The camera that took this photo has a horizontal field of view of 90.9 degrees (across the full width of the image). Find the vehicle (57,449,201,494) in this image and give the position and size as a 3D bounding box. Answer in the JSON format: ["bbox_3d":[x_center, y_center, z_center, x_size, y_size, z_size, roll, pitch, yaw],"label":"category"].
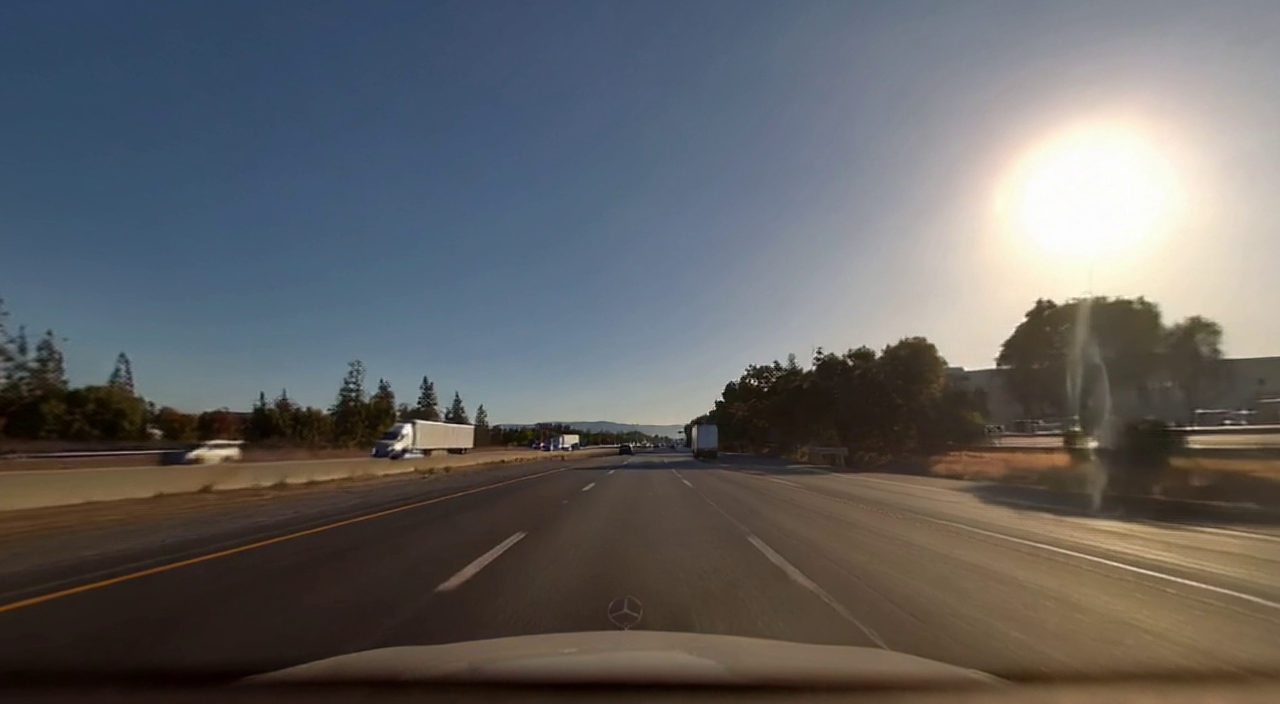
[{"bbox_3d":[-20.400,4.751,25.495,1.852,1.597,4.638,-1,-8,1],"label":"vehicle"}]
